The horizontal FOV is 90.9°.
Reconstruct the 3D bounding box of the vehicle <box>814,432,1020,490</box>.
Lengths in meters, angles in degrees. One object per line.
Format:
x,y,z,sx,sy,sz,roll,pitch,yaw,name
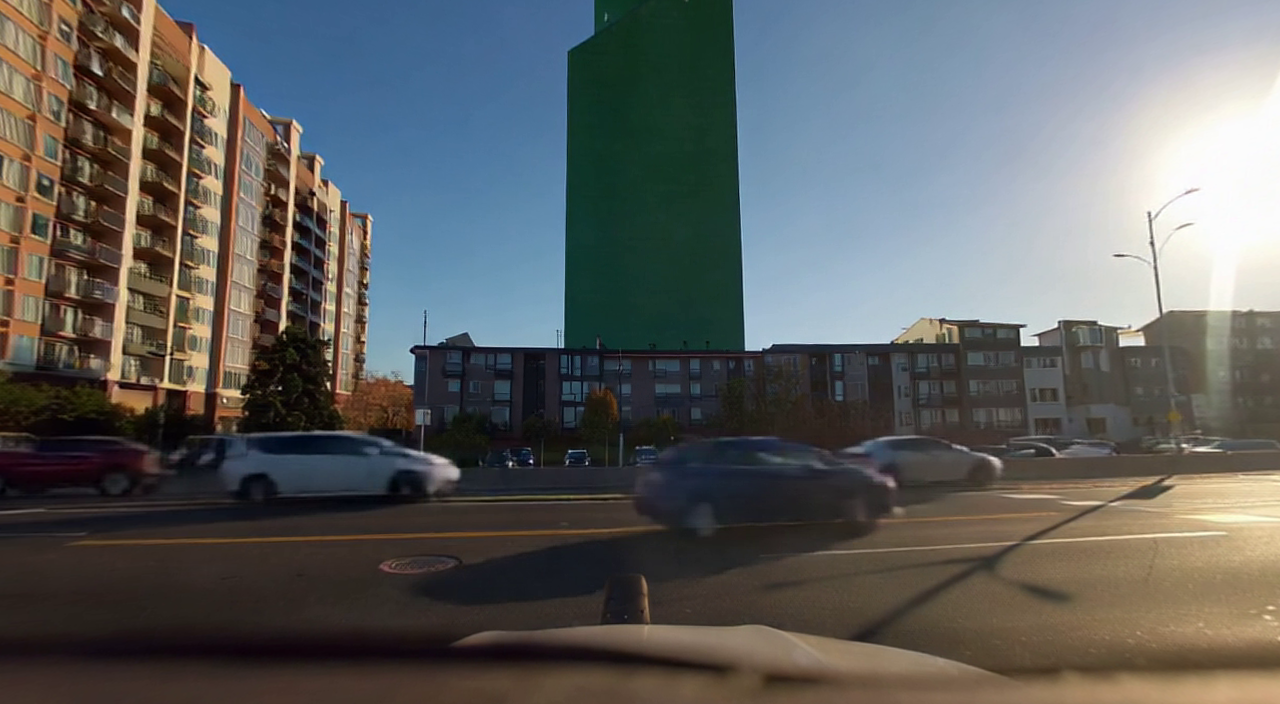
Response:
7.560,2.969,17.428,4.818,1.470,1.989,1,-9,-9,vehicle

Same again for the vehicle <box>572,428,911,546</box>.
1.375,1.961,9.663,4.685,1.528,2.014,1,-8,-9,vehicle

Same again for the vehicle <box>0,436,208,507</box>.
-12.939,2.652,14.238,4.795,1.465,1.882,1,-9,-8,vehicle

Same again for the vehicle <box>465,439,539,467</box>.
-10.168,7.471,46.552,4.920,1.956,1.865,-2,-9,15,vehicle

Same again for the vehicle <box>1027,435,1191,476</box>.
17.624,3.890,23.811,4.921,1.453,1.894,1,-9,-7,vehicle

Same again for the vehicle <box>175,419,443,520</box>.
-5.995,2.173,11.957,4.011,1.697,1.857,1,-9,-9,vehicle
